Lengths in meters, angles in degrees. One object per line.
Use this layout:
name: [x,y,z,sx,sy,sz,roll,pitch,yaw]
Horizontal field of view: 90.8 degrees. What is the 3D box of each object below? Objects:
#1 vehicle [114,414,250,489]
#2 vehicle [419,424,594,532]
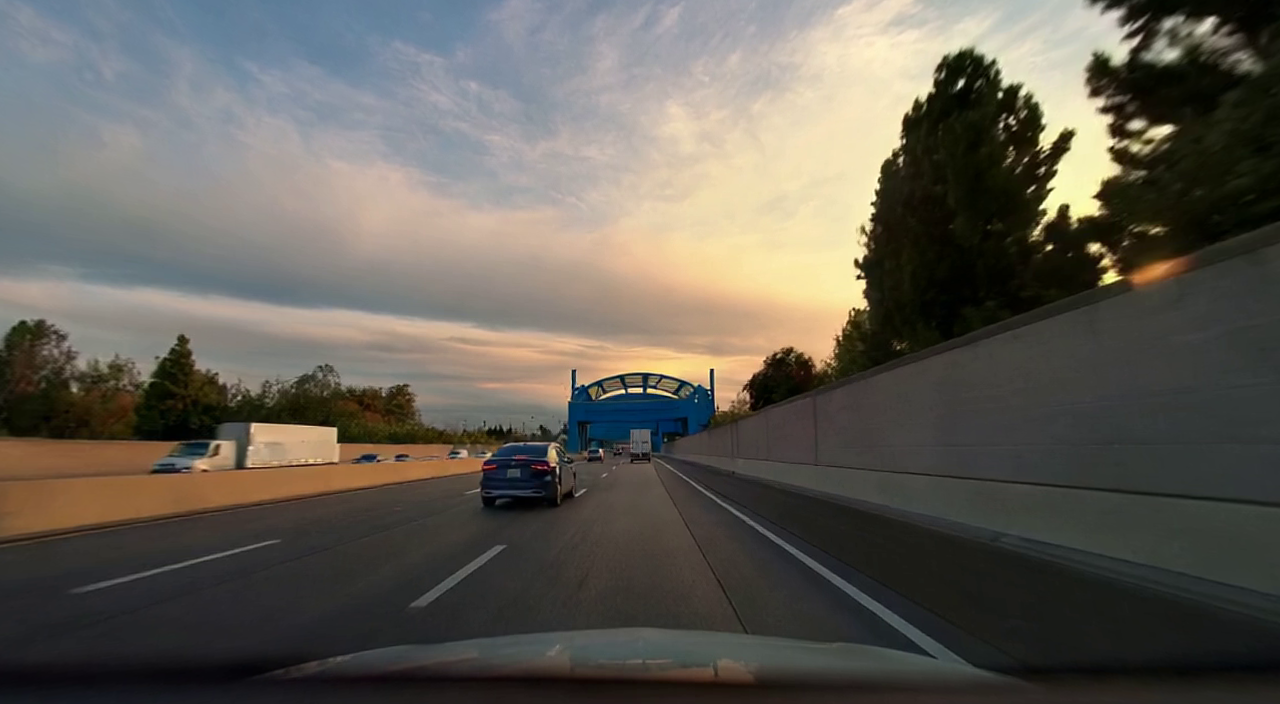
vehicle: [-25.693,5.628,35.848,3.209,3.834,5.863,0,-9,-1]
vehicle: [-2.318,2.389,12.506,2.299,1.716,4.579,-1,-9,2]
